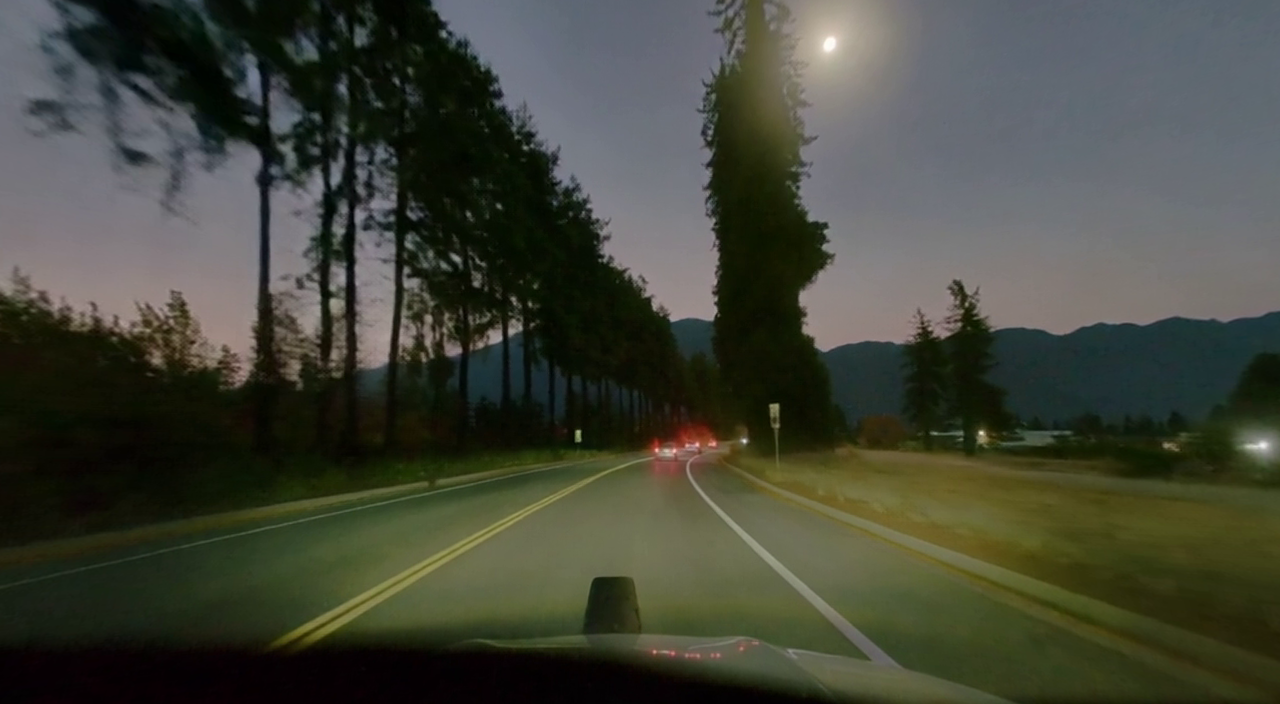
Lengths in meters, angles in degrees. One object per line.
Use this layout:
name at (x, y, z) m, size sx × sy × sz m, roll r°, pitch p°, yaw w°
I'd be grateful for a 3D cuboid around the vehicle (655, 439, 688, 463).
vehicle at (2.176, 6.631, 42.405) m, size 2.071 × 1.474 × 4.047 m, roll -1°, pitch -8°, yaw 5°
